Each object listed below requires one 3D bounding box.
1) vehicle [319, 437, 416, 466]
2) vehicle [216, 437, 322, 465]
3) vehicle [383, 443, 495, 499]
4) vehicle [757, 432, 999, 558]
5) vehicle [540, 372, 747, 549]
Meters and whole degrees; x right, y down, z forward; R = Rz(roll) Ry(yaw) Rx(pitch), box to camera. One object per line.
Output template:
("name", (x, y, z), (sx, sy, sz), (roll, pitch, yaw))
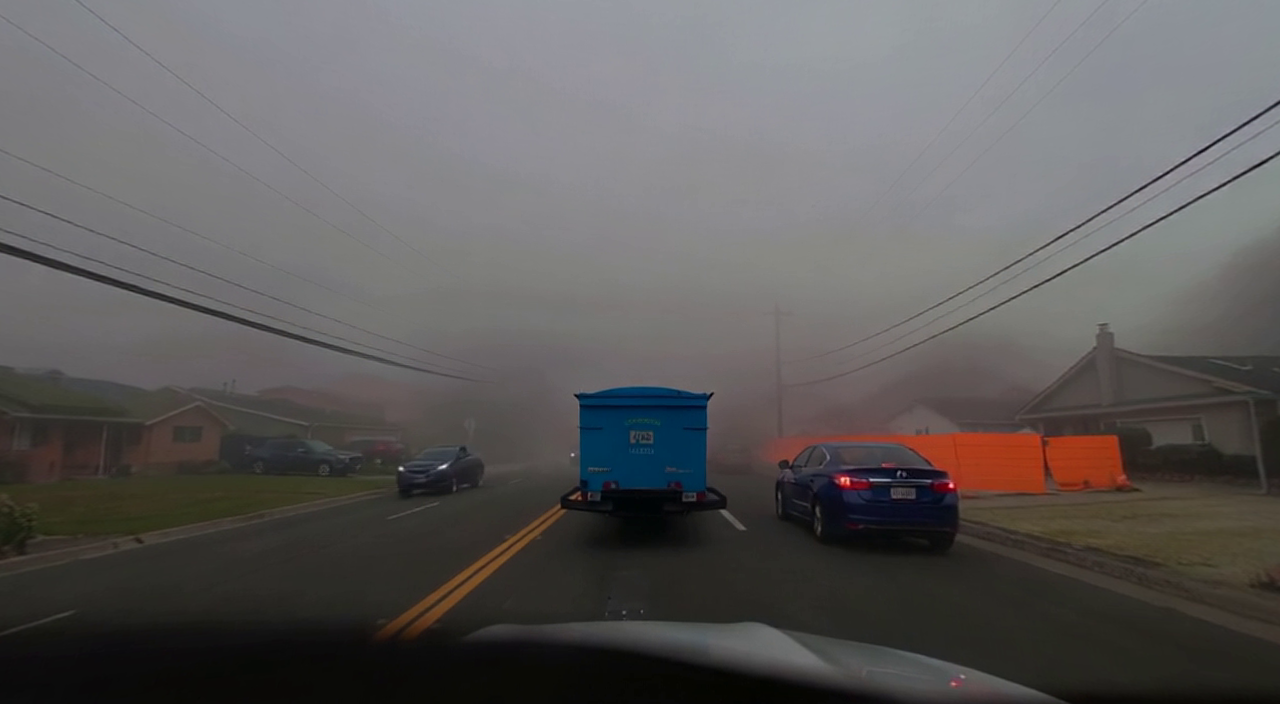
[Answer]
("vehicle", (-15.050, 5.516, 34.857), (4.490, 1.500, 1.875), (0, -8, -2))
("vehicle", (-20.352, 5.440, 34.569), (4.706, 1.468, 1.817), (-1, -8, 3))
("vehicle", (-6.076, 3.614, 19.637), (1.953, 1.528, 4.492), (0, -8, 1))
("vehicle", (3.292, 2.053, 9.867), (2.010, 1.499, 4.481), (0, -8, -1))
("vehicle", (0.085, 1.906, 11.654), (2.751, 2.361, 6.347), (0, -8, 1))
